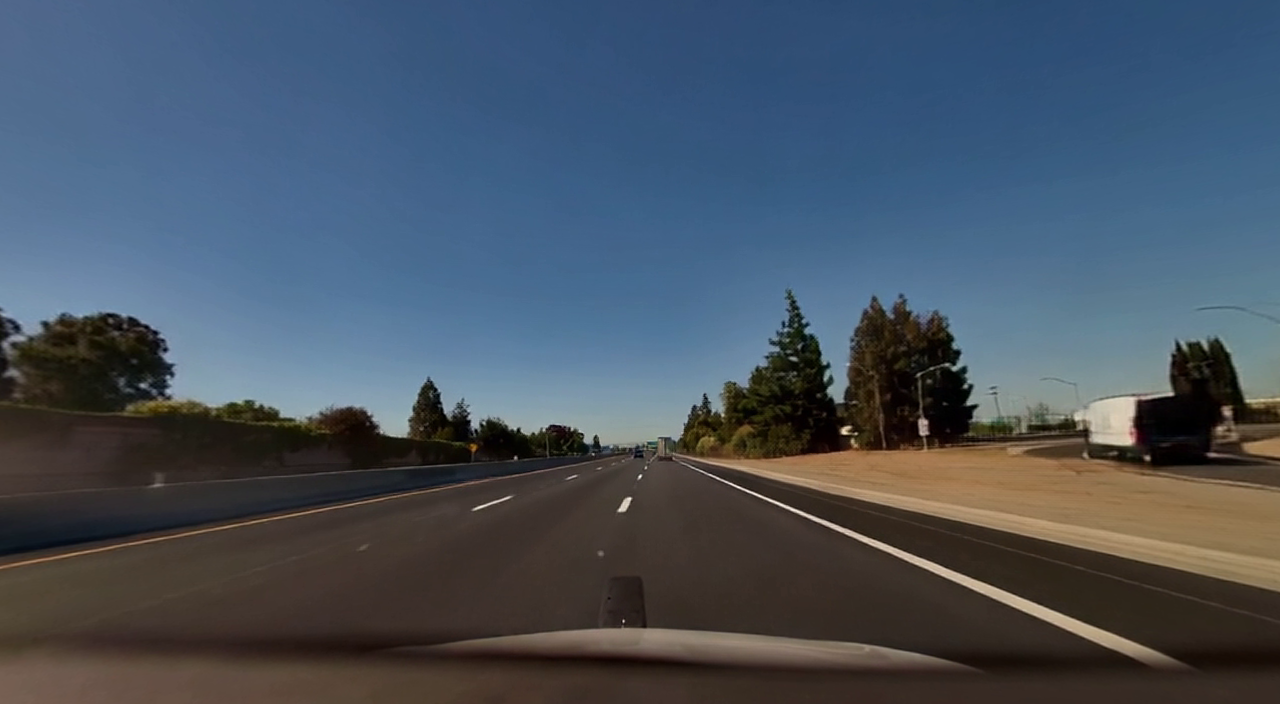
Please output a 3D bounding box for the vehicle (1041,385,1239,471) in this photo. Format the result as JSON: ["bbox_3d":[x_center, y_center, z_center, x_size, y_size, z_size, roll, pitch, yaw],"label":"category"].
[{"bbox_3d":[28.607,4.798,37.563,3.063,4.060,14.922,-2,-9,14],"label":"vehicle"}]
